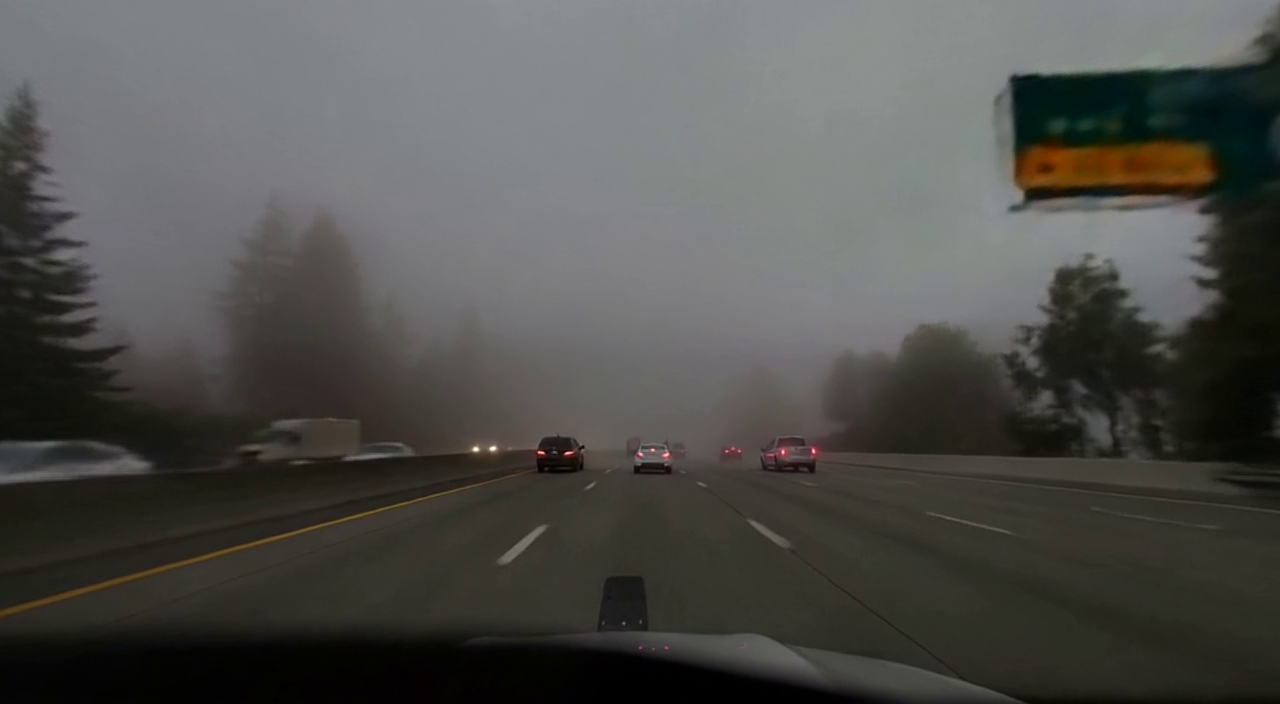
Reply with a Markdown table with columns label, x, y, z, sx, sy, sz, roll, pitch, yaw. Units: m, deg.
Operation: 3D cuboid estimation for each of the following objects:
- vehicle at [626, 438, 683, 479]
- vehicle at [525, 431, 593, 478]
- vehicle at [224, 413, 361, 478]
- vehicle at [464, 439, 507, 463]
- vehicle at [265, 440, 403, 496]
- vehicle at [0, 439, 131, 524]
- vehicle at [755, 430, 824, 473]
| label | x | y | z | sx | sy | sz | roll | pitch | yaw |
| --- | --- | --- | --- | --- | --- | --- | --- | --- | --- |
| vehicle | 0.549 | 4.171 | 25.010 | 2.071 | 1.464 | 4.162 | 0 | -8 | 1 |
| vehicle | -3.232 | 4.181 | 26.049 | 2.140 | 1.720 | 4.410 | 0 | -8 | 1 |
| vehicle | -19.185 | 5.234 | 35.621 | 2.953 | 3.194 | 8.165 | -1 | -8 | 1 |
| vehicle | -11.791 | 7.574 | 48.517 | 1.915 | 1.675 | 5.092 | 0 | -8 | 1 |
| vehicle | -8.969 | 3.398 | 18.972 | 1.967 | 1.447 | 4.206 | 0 | -8 | 2 |
| vehicle | -12.527 | 2.431 | 12.038 | 1.926 | 1.518 | 4.327 | 0 | -8 | 1 |
| vehicle | 7.146 | 4.804 | 30.777 | 2.094 | 1.916 | 5.099 | 0 | -8 | 0 |
